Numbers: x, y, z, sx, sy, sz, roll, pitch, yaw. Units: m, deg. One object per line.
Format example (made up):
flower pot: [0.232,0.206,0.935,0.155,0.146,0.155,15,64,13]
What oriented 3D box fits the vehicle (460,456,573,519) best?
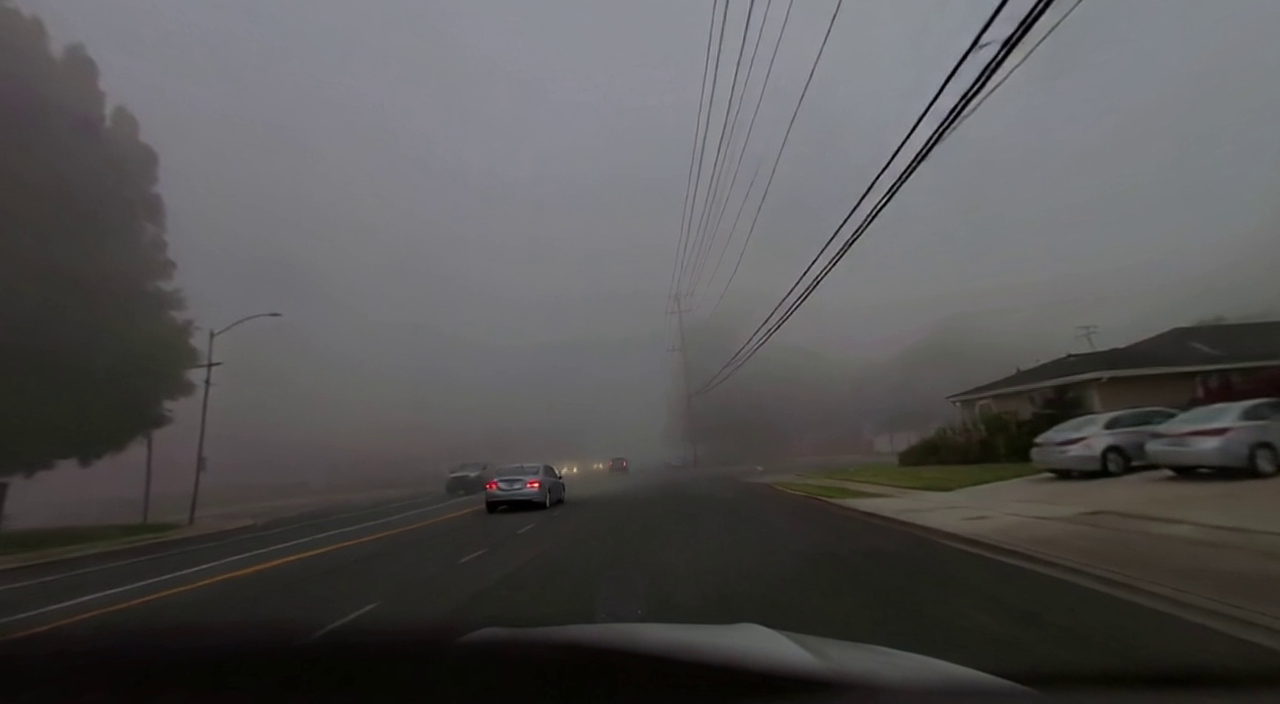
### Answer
vehicle: [-3.213,3.658,17.513,2.041,1.471,4.602,0,-10,2]

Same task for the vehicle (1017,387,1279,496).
vehicle: [10.452,1.945,13.164,2.121,1.799,5.124,0,-10,2]

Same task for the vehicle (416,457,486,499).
vehicle: [-9.834,6.602,33.436,2.115,1.978,5.647,1,-10,-2]
